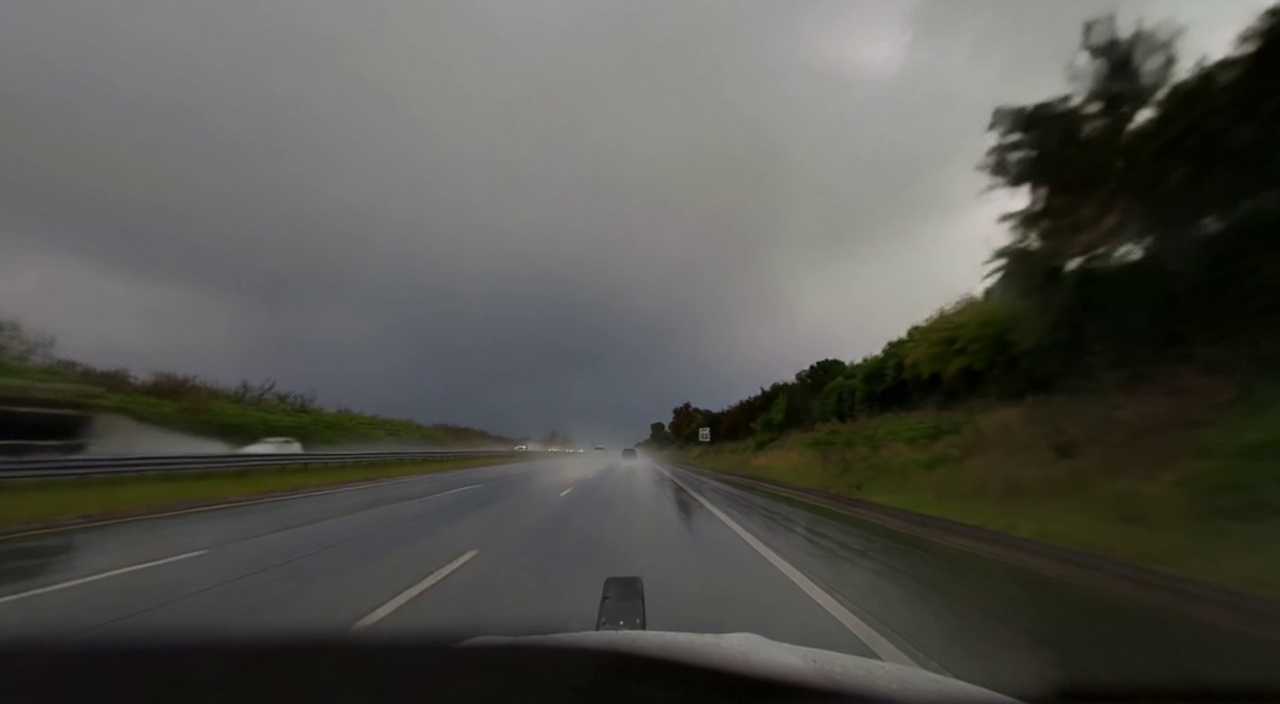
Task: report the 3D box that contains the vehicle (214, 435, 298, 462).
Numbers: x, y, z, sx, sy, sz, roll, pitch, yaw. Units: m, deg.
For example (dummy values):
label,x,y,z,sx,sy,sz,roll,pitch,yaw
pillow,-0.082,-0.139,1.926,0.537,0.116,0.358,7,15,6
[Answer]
label,x,y,z,sx,sy,sz,roll,pitch,yaw
vehicle,-22.747,5.763,37.613,1.999,1.512,4.919,0,-9,-1
